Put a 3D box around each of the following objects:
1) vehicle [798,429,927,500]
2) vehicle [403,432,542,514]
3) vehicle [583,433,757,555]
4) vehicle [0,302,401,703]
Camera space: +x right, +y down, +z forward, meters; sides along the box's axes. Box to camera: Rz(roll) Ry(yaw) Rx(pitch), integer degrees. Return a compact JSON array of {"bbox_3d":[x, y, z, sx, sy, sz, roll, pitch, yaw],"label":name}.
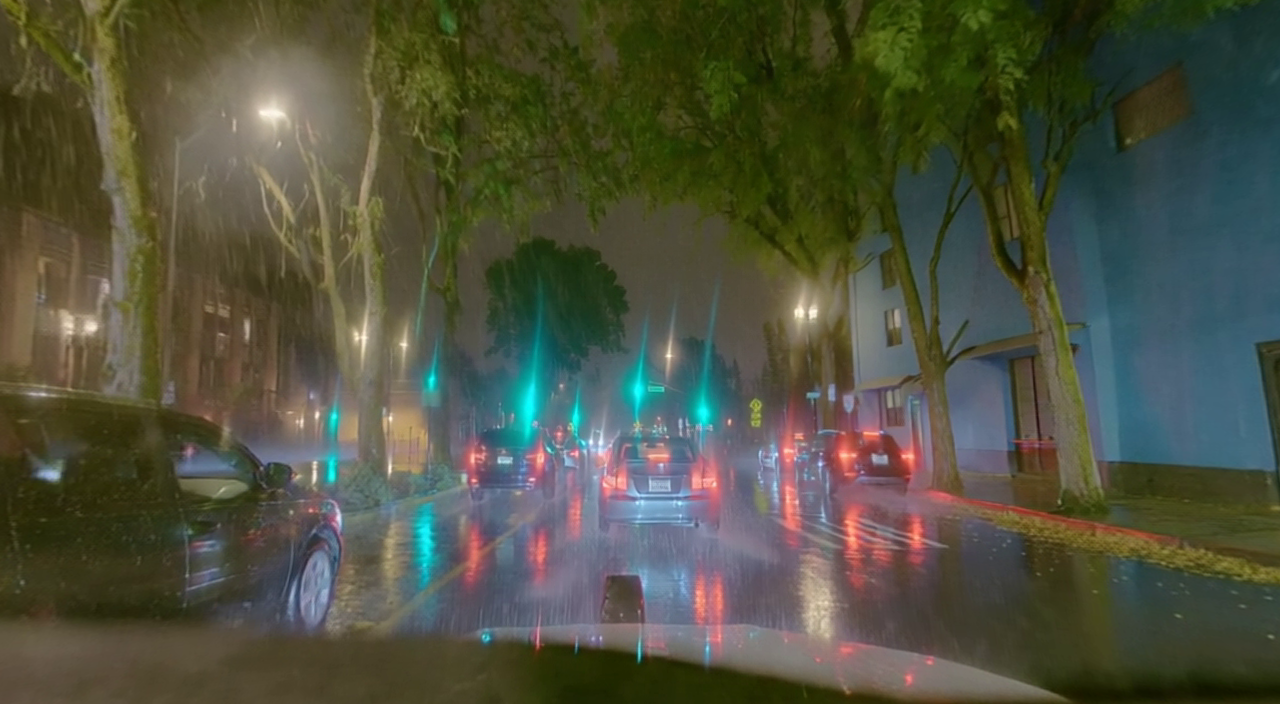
[{"bbox_3d":[6.338,3.255,18.681,2.025,1.808,4.579,0,-9,-2],"label":"vehicle"},{"bbox_3d":[-3.514,2.625,14.240,1.901,1.522,4.556,0,-9,0],"label":"vehicle"},{"bbox_3d":[0.270,1.996,9.578,2.095,1.438,3.843,0,-9,-3],"label":"vehicle"},{"bbox_3d":[-3.270,0.928,3.387,2.152,1.802,4.628,0,-9,0],"label":"vehicle"}]
